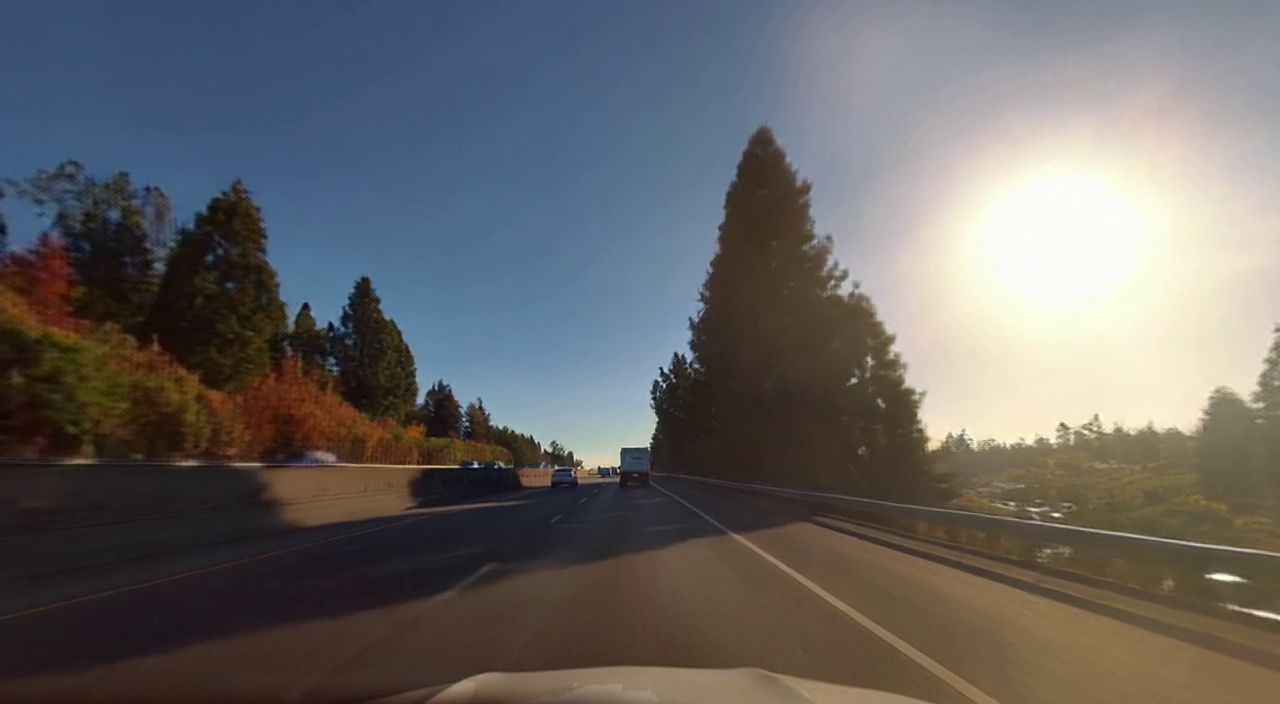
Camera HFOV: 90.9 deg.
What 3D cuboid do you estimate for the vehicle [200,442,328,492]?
[{"bbox_3d":[-12.913,4.031,22.010,1.909,1.531,4.122,1,-11,0],"label":"vehicle"}]

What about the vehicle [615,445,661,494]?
[{"bbox_3d":[-0.176,6.820,36.561,2.482,2.549,5.447,1,-11,-1],"label":"vehicle"}]

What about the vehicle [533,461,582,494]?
[{"bbox_3d":[-4.332,6.671,33.594,2.100,1.605,3.883,1,-11,0],"label":"vehicle"}]
